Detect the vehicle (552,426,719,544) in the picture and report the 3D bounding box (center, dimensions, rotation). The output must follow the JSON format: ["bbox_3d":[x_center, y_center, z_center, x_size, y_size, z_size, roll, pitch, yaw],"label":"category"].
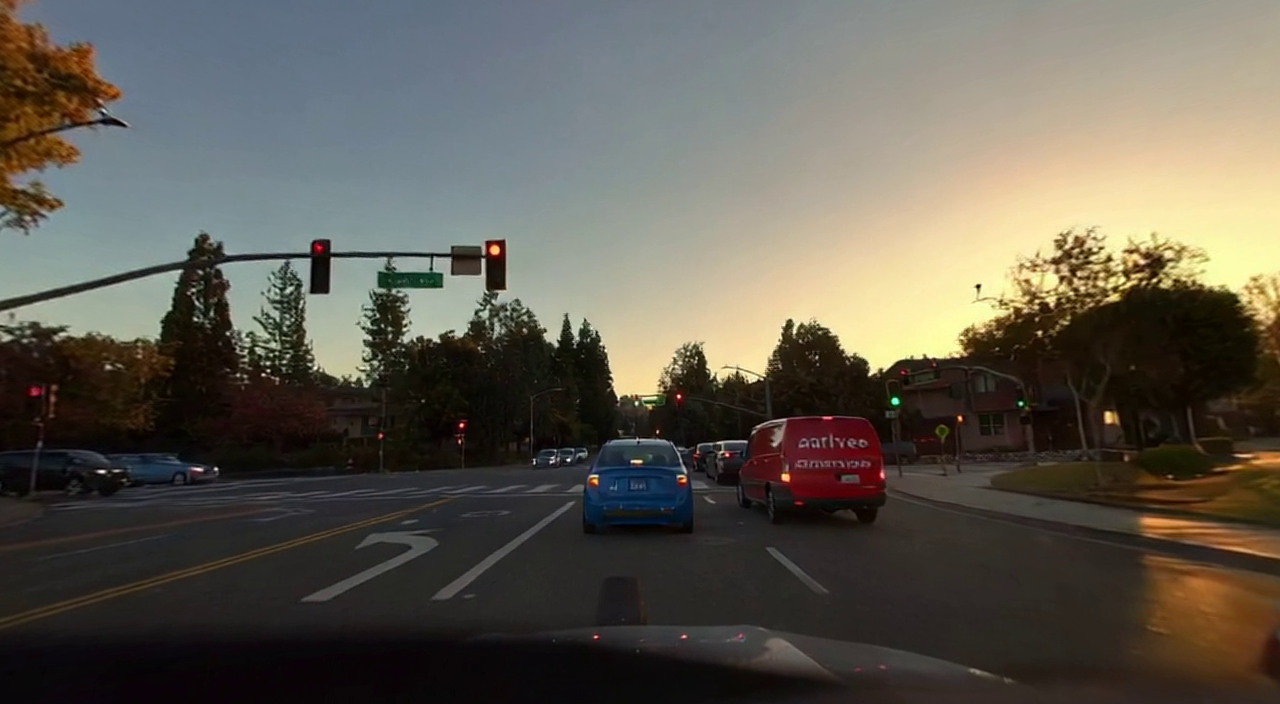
[{"bbox_3d":[-0.045,2.189,10.980,2.321,1.624,4.367,0,-9,1],"label":"vehicle"}]

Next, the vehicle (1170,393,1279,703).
[{"bbox_3d":[3.234,0.614,0.325,1.934,1.506,4.544,0,-9,0],"label":"vehicle"}]

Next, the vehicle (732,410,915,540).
[{"bbox_3d":[3.082,2.175,11.631,2.059,1.924,4.257,0,-9,0],"label":"vehicle"}]

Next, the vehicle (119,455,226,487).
[{"bbox_3d":[-25.219,6.395,34.003,4.073,1.603,1.920,1,-9,-8],"label":"vehicle"}]

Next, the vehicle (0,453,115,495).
[{"bbox_3d":[-28.399,5.769,29.810,4.757,1.841,2.121,1,-9,-7],"label":"vehicle"}]
